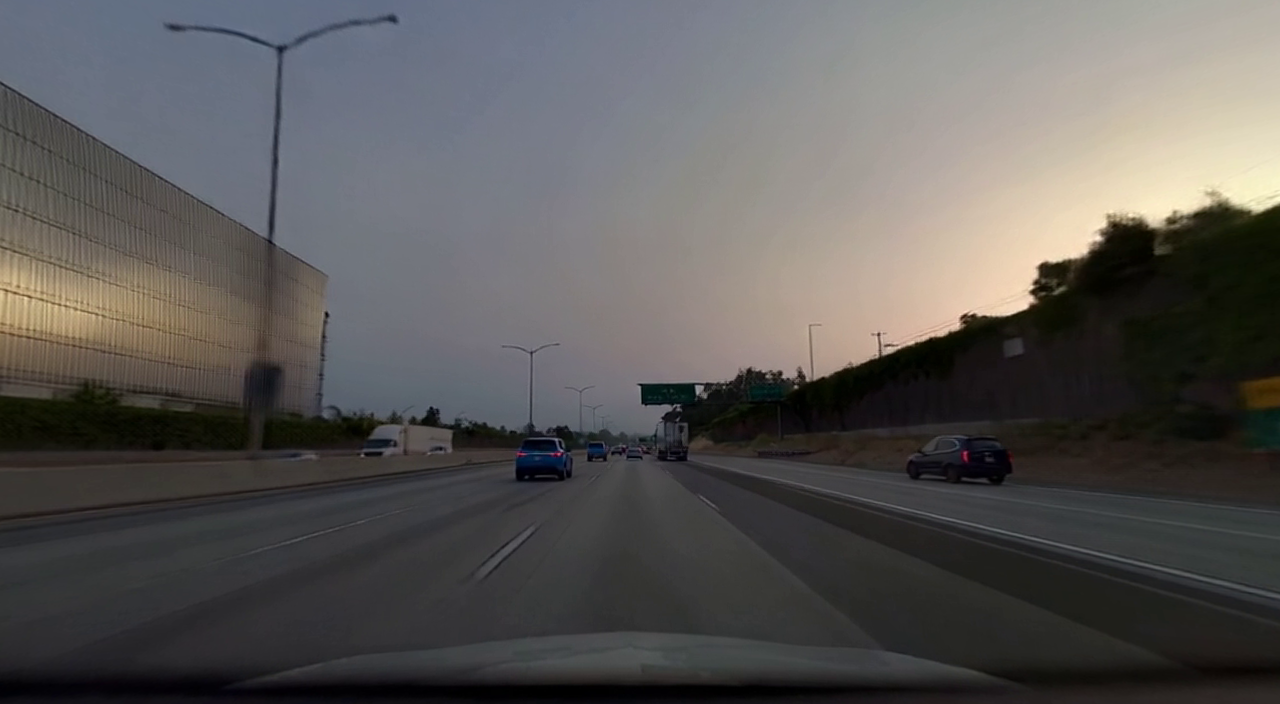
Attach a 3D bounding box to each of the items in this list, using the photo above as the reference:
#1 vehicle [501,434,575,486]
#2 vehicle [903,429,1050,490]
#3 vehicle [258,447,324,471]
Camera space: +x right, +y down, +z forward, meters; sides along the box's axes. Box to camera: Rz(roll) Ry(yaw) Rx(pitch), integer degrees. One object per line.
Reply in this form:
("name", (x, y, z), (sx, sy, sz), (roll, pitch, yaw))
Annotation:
("vehicle", (-3.569, 3.886, 22.928), (2.039, 1.710, 4.237), (0, -9, -1))
("vehicle", (11.132, 3.622, 21.489), (2.089, 1.787, 5.080), (0, -9, -1))
("vehicle", (-23.534, 7.214, 42.792), (1.904, 1.491, 4.603), (0, -9, 0))
